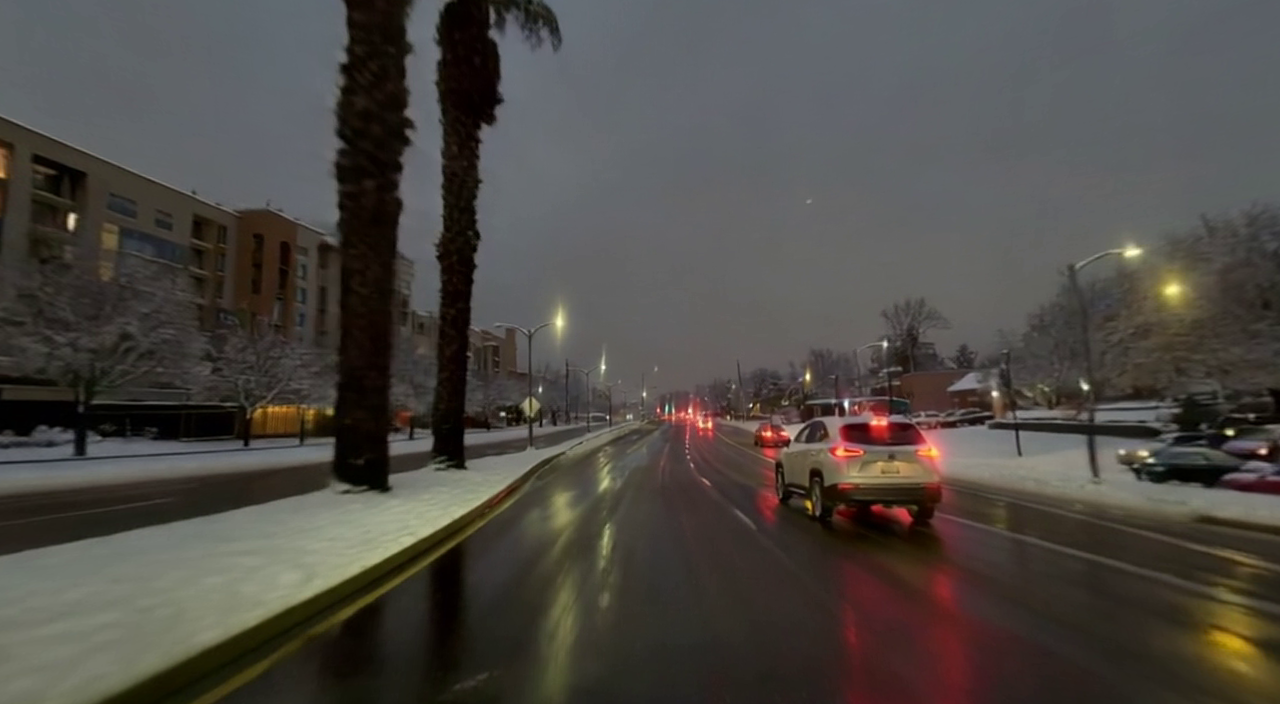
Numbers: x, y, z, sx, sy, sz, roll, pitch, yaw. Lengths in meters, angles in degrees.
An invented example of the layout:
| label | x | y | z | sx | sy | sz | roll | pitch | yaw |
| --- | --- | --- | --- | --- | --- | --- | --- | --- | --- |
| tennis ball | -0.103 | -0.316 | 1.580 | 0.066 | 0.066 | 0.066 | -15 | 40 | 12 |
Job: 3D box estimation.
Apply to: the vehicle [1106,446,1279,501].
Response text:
| label | x | y | z | sx | sy | sz | roll | pitch | yaw |
| --- | --- | --- | --- | --- | --- | --- | --- | --- | --- |
| vehicle | 17.627 | 3.848 | 20.407 | 1.818 | 1.568 | 4.309 | 0 | -9 | 0 |

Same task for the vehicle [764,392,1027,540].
| label | x | y | z | sx | sy | sz | roll | pitch | yaw |
| --- | --- | --- | --- | --- | --- | --- | --- | --- | --- |
| vehicle | 3.606 | 1.756 | 10.168 | 2.219 | 1.795 | 4.718 | 0 | -9 | 0 |
